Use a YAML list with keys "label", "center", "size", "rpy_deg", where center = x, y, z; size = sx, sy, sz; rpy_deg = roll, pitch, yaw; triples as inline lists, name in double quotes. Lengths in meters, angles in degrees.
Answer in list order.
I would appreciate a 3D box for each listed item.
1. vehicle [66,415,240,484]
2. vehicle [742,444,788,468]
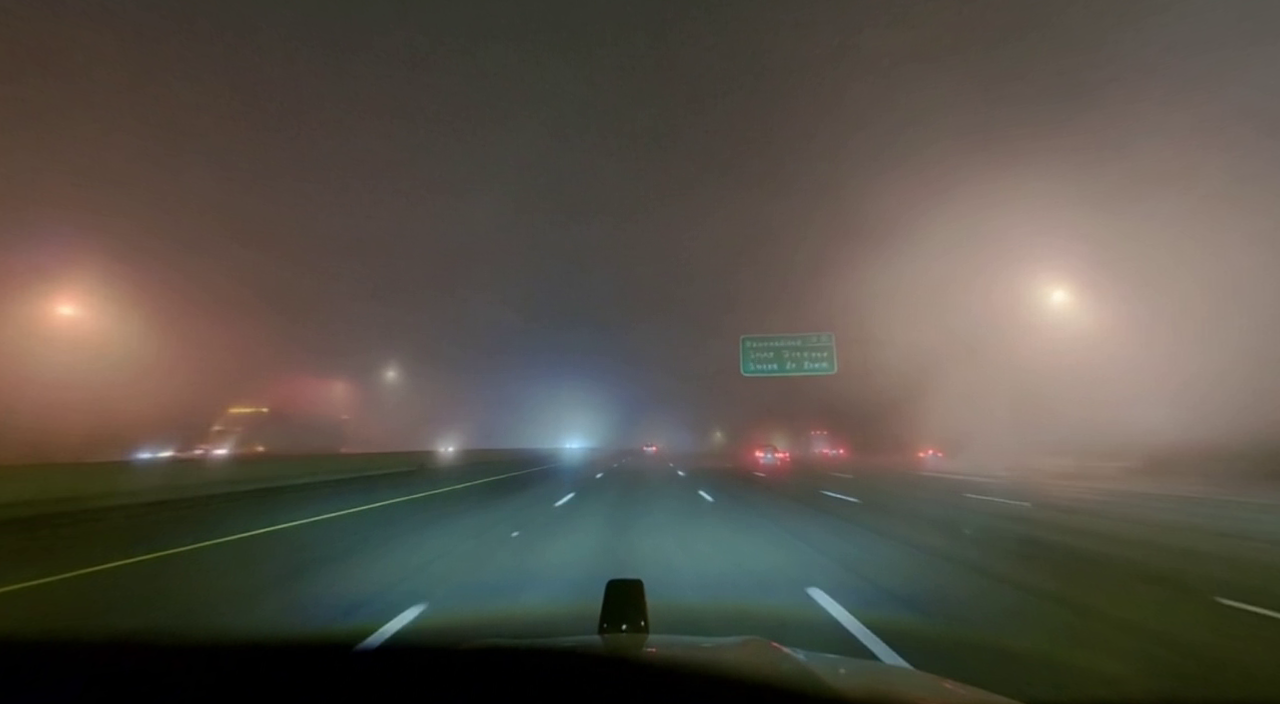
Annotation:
- label: "vehicle"
  center: [-21.461, 4.371, 28.351]
  size: [2.626, 2.725, 6.211]
  rpy_deg: [0, -9, 2]
- label: "vehicle"
  center: [8.026, 6.733, 40.913]
  size: [2.056, 1.465, 4.304]
  rpy_deg: [0, -8, 0]
